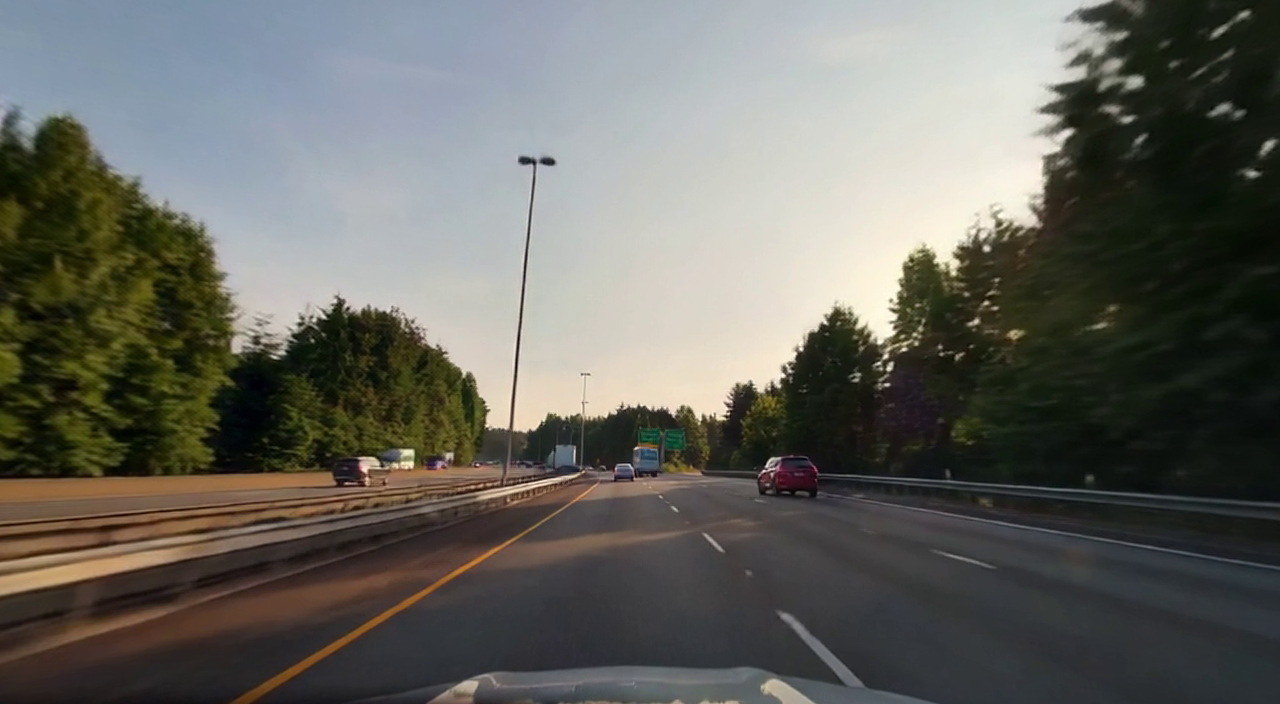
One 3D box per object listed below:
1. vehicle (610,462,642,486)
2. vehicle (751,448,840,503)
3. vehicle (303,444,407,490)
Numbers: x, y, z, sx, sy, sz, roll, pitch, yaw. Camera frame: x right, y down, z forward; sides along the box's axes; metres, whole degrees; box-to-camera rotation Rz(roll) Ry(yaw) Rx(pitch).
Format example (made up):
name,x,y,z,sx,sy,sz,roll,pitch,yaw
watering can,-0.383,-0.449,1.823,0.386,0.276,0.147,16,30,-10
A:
name,x,y,z,sx,sy,sz,roll,pitch,yaw
vehicle,-0.947,8.000,41.423,1.987,1.467,3.903,1,-11,-2
vehicle,5.544,4.512,23.133,1.998,1.776,4.663,1,-11,-1
vehicle,-11.467,4.710,25.767,1.952,1.618,4.859,1,-11,0
